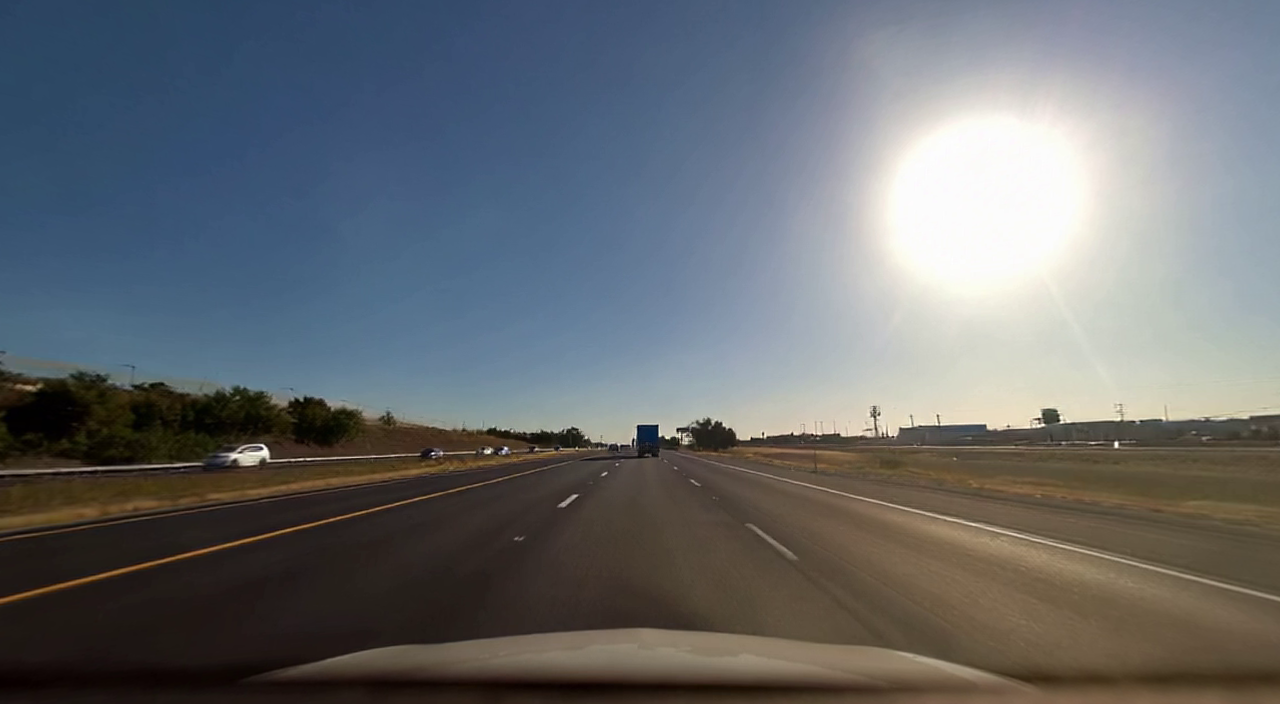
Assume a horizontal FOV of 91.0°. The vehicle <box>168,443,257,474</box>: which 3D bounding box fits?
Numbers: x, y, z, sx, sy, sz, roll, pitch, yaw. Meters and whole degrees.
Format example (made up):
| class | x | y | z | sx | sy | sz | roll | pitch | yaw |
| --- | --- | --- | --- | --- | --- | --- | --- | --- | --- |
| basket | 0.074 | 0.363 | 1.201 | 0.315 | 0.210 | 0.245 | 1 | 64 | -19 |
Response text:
| class | x | y | z | sx | sy | sz | roll | pitch | yaw |
| --- | --- | --- | --- | --- | --- | --- | --- | --- | --- |
| vehicle | -29.024 | 7.243 | 43.038 | 2.151 | 1.953 | 5.547 | 0 | -9 | 1 |
